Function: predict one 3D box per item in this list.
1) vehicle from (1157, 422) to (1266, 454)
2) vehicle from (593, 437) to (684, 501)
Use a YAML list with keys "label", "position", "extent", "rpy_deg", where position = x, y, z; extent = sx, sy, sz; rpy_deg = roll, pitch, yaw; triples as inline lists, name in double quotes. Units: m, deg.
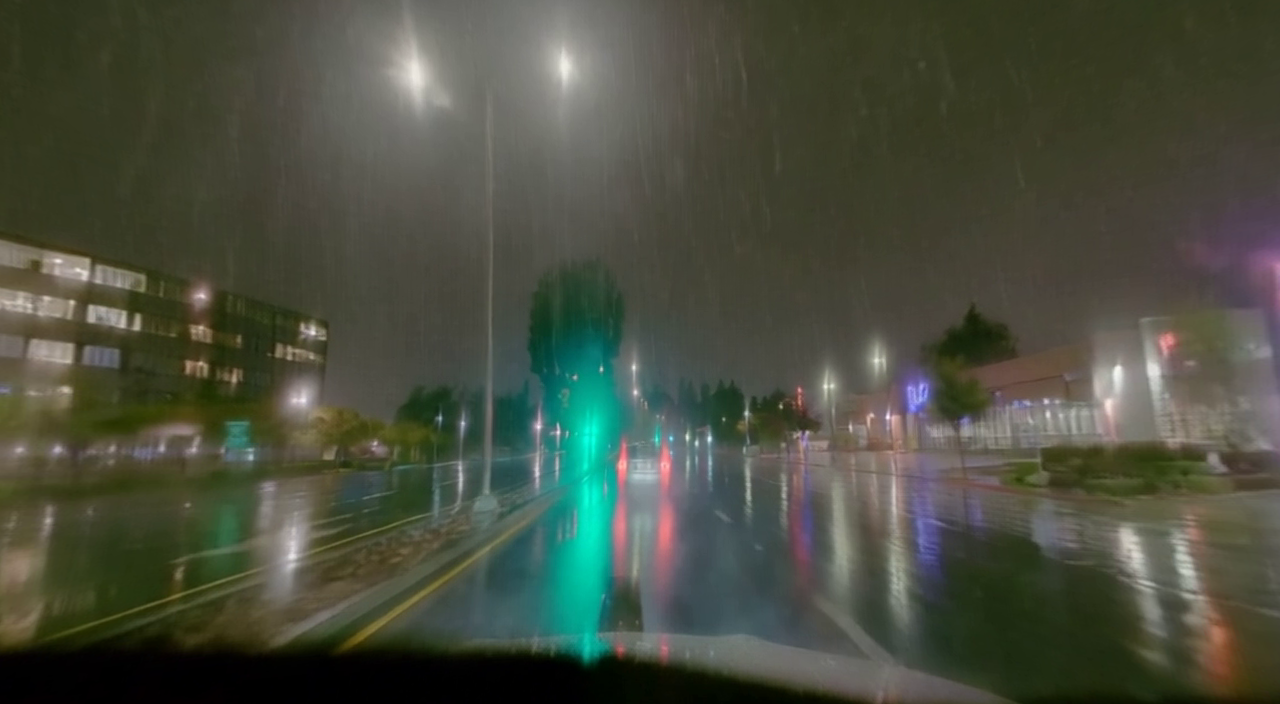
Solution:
- label: "vehicle"
  position: [32.889, 5.009, 36.402]
  extent: [1.868, 1.675, 4.527]
  rpy_deg: [0, -8, -3]
- label: "vehicle"
  position: [-0.073, 3.026, 16.736]
  extent: [2.126, 1.475, 3.967]
  rpy_deg: [0, -8, -1]
